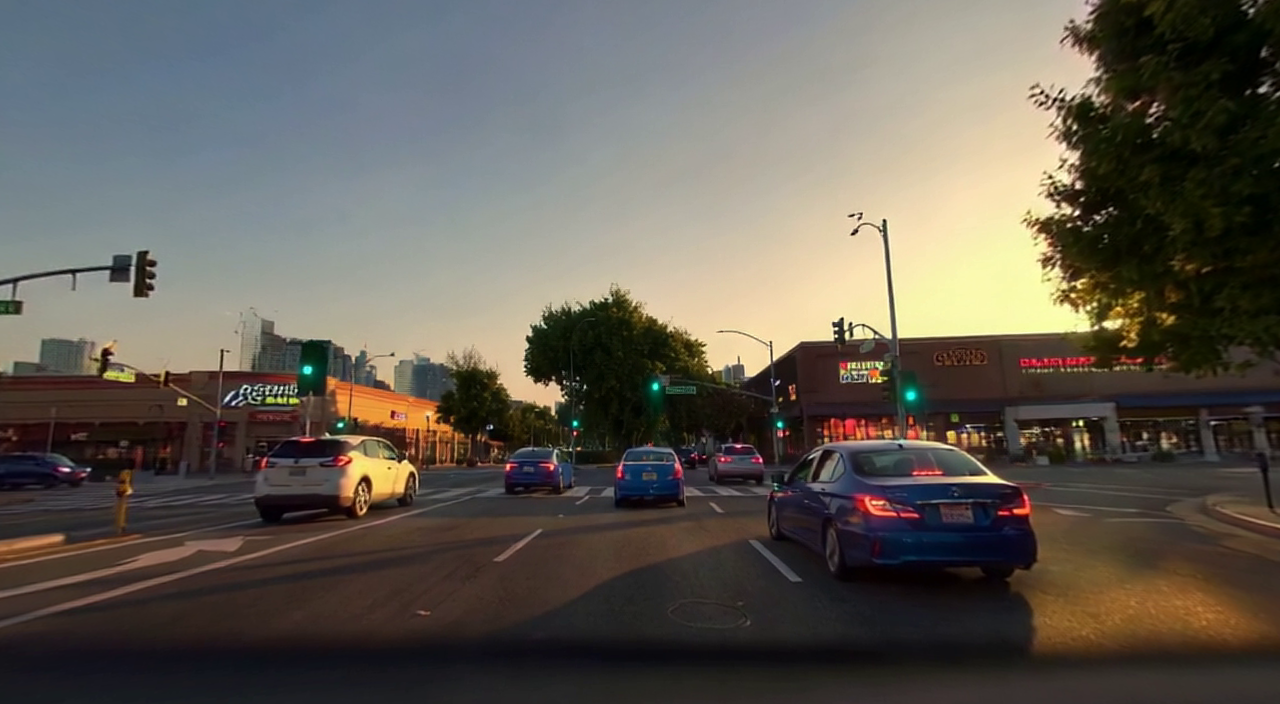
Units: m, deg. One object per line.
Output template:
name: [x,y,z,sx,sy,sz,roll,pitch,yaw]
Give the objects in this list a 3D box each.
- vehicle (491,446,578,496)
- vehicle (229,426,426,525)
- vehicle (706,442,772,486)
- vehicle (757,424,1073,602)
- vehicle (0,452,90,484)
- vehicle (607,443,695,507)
vehicle: [-3.373,3.894,21.123,2.040,1.471,4.211,-1,-8,2]
vehicle: [-6.568,2.622,13.970,2.058,1.804,4.391,0,-8,0]
vehicle: [3.777,4.337,24.699,1.931,1.552,4.125,0,-8,0]
vehicle: [2.761,1.698,7.562,1.946,1.513,4.133,0,-8,1]
vehicle: [-30.247,5.705,31.115,4.315,1.485,1.822,0,-8,-2]
vehicle: [0.288,3.208,16.946,2.070,1.460,4.118,0,-8,1]
